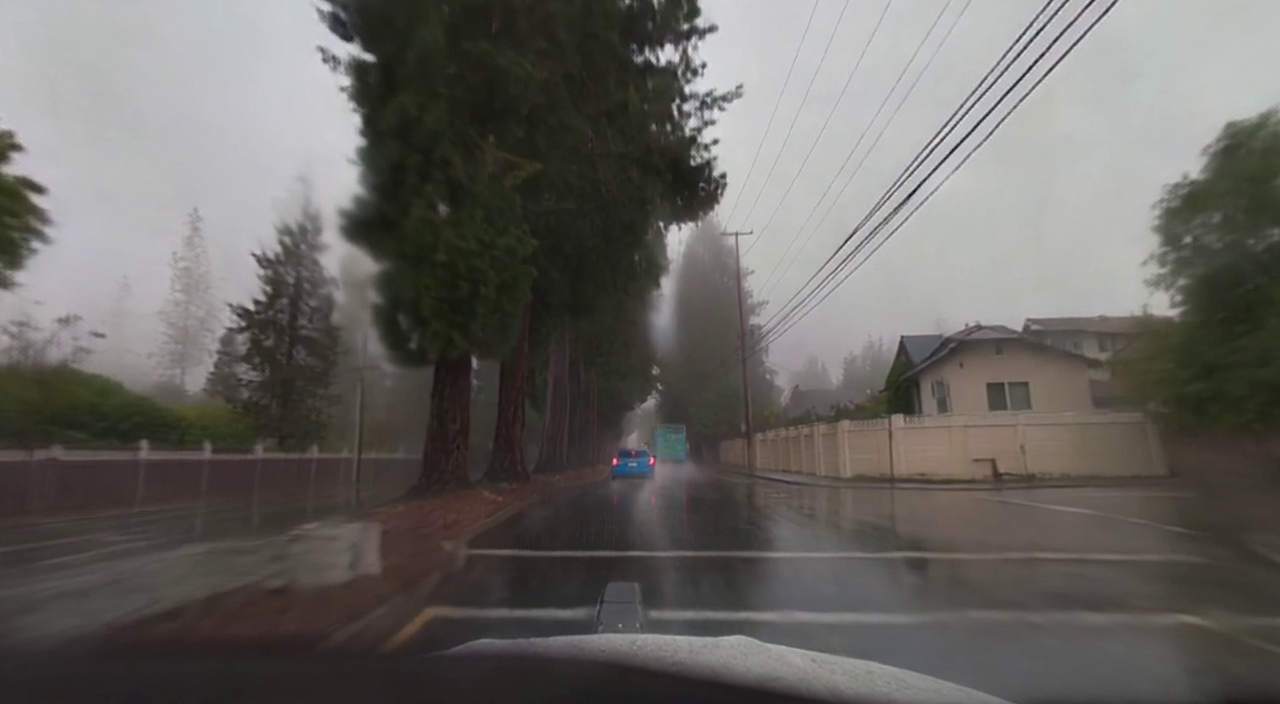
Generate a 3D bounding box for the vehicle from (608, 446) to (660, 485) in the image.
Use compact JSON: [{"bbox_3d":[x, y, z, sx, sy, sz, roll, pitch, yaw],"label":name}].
[{"bbox_3d":[-0.264,4.663,26.299,2.018,1.511,3.993,0,-8,-1],"label":"vehicle"}]
